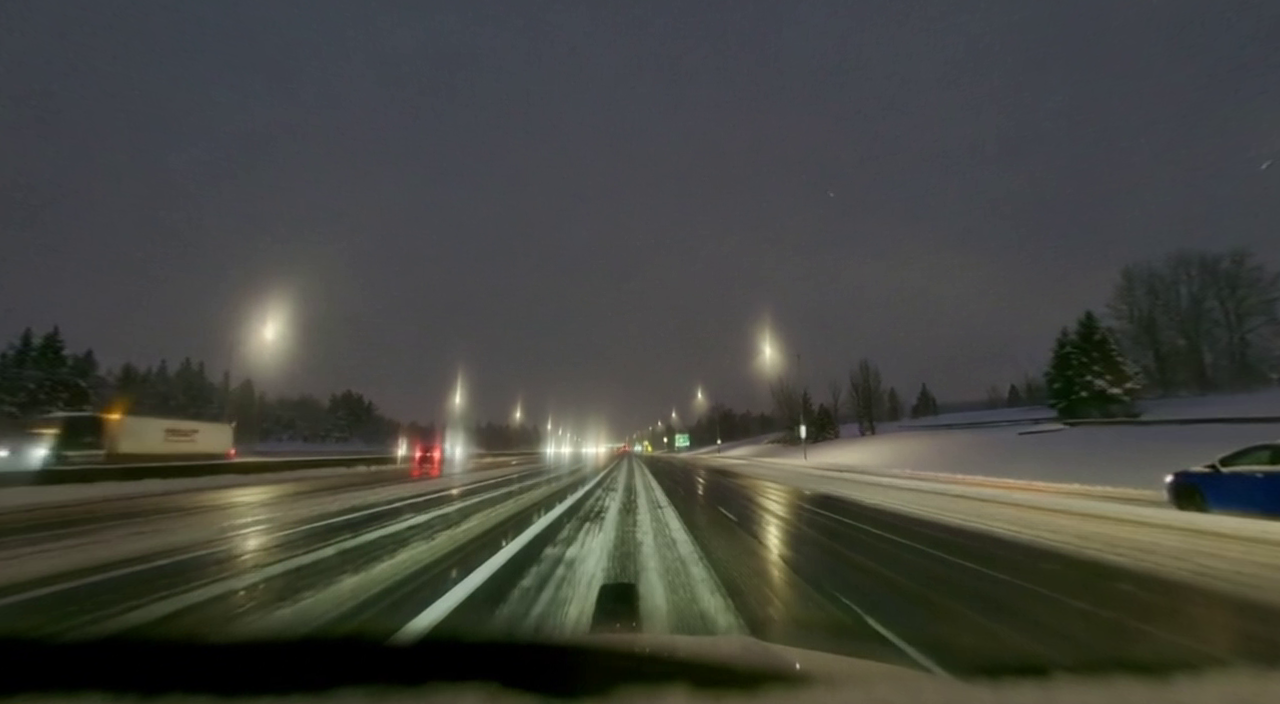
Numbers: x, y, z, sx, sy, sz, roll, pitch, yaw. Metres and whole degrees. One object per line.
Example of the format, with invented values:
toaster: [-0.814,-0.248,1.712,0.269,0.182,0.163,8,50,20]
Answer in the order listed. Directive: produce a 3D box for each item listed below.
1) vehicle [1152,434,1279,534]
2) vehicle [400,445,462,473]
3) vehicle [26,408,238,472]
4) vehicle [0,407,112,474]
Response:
vehicle: [10.594,1.983,9.483,1.985,1.493,4.486,0,-9,-1]
vehicle: [-11.327,5.818,34.568,1.921,1.452,4.429,0,-9,0]
vehicle: [-38.243,6.947,49.359,2.915,4.090,16.659,0,-9,0]
vehicle: [-38.126,5.570,39.488,2.992,3.840,8.262,0,-9,0]
